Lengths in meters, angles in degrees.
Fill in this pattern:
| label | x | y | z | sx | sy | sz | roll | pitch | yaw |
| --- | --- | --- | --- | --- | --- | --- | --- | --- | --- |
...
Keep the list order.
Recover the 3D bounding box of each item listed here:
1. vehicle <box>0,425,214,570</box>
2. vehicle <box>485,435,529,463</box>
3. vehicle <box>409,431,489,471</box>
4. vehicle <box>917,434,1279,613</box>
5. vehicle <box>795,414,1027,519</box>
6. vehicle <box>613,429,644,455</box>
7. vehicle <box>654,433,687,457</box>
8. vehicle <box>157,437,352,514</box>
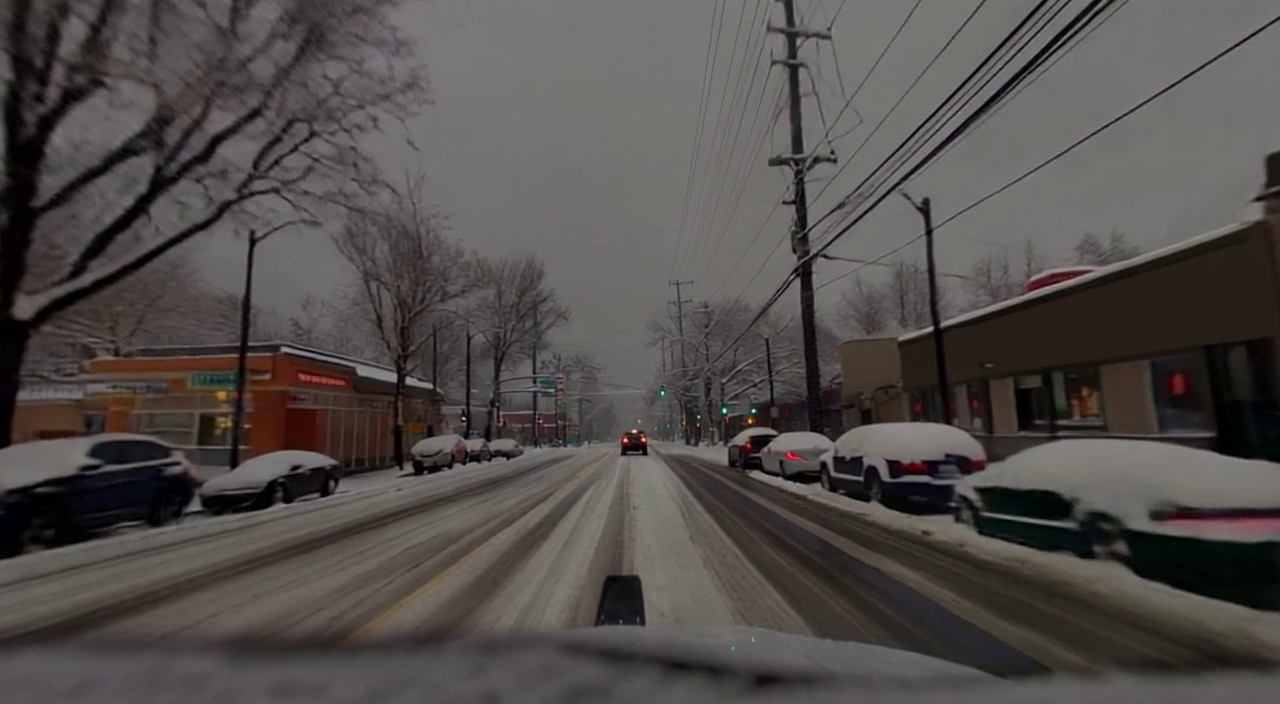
| label | x | y | z | sx | sy | sz | roll | pitch | yaw |
| --- | --- | --- | --- | --- | --- | --- | --- | --- | --- |
| vehicle | -10.077 | 2.350 | 11.084 | 2.020 | 2.013 | 4.758 | 0 | -8 | -3 |
| vehicle | -10.046 | 7.388 | 48.221 | 2.048 | 1.985 | 6.011 | 0 | -8 | 0 |
| vehicle | -9.678 | 5.081 | 32.634 | 2.305 | 1.883 | 5.580 | 0 | -8 | 1 |
| vehicle | 5.588 | 1.762 | 7.818 | 2.089 | 1.459 | 4.930 | 0 | -7 | 0 |
| vehicle | 5.564 | 2.442 | 14.279 | 2.293 | 1.830 | 6.070 | 0 | -8 | -3 |
| vehicle | -0.855 | 6.867 | 48.295 | 2.301 | 1.854 | 4.919 | 0 | -8 | -1 |
| vehicle | 2.049 | 6.398 | 43.662 | 1.998 | 1.580 | 4.015 | 0 | -8 | -1 |
| vehicle | -10.105 | 3.214 | 17.318 | 1.988 | 1.718 | 5.661 | 0 | -8 | -2 |
